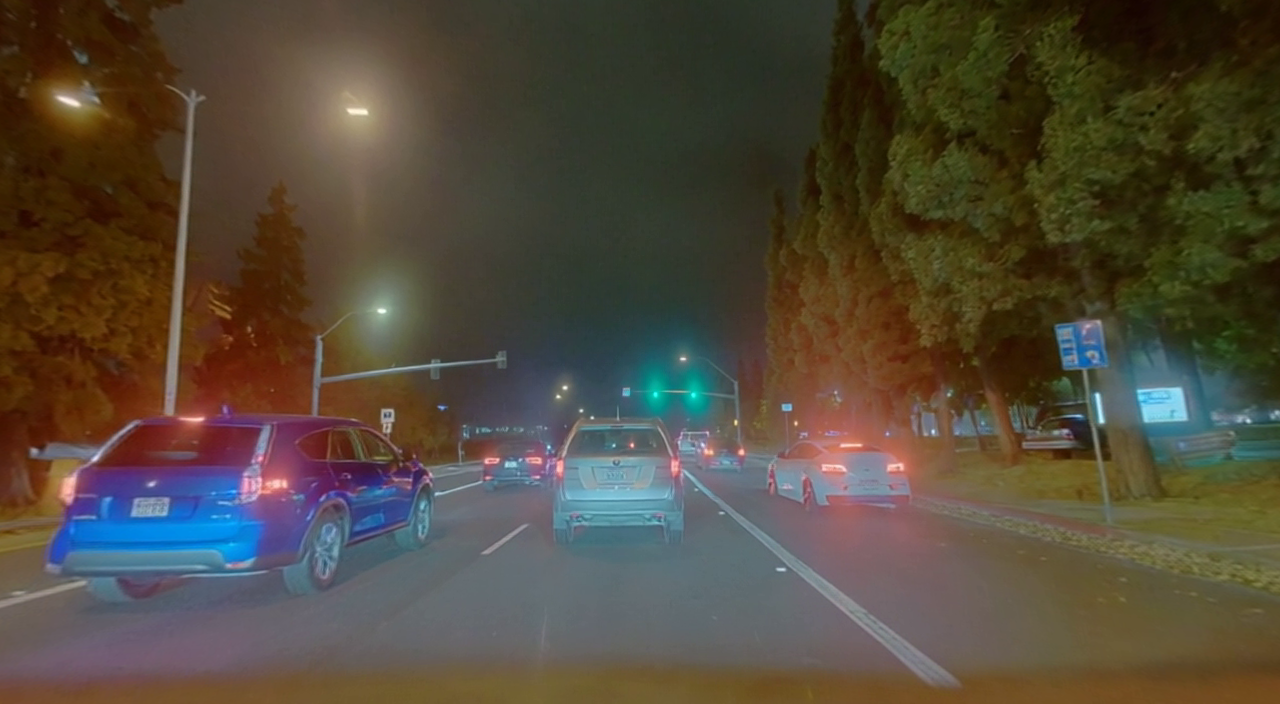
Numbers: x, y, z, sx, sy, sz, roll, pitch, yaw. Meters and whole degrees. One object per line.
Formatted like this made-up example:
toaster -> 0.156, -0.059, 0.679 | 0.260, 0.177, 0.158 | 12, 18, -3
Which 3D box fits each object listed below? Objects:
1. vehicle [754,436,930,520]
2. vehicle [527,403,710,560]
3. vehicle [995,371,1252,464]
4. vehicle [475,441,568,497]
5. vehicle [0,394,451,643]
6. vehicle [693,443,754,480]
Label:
vehicle -> 4.098, 2.632, 13.803 | 2.036, 1.480, 4.659 | 0, -8, -4
vehicle -> -0.243, 1.841, 9.674 | 2.132, 1.816, 4.471 | 0, -8, 0
vehicle -> 17.869, 2.497, 23.669 | 7.314, 3.230, 2.680 | 0, -8, -1
vehicle -> -3.382, 3.417, 18.842 | 1.897, 1.479, 4.204 | 0, -8, 1
vehicle -> -3.696, 1.470, 6.580 | 2.039, 1.709, 4.265 | 0, -8, 1
vehicle -> 3.446, 4.612, 26.879 | 1.996, 1.443, 4.270 | 0, -8, -1
